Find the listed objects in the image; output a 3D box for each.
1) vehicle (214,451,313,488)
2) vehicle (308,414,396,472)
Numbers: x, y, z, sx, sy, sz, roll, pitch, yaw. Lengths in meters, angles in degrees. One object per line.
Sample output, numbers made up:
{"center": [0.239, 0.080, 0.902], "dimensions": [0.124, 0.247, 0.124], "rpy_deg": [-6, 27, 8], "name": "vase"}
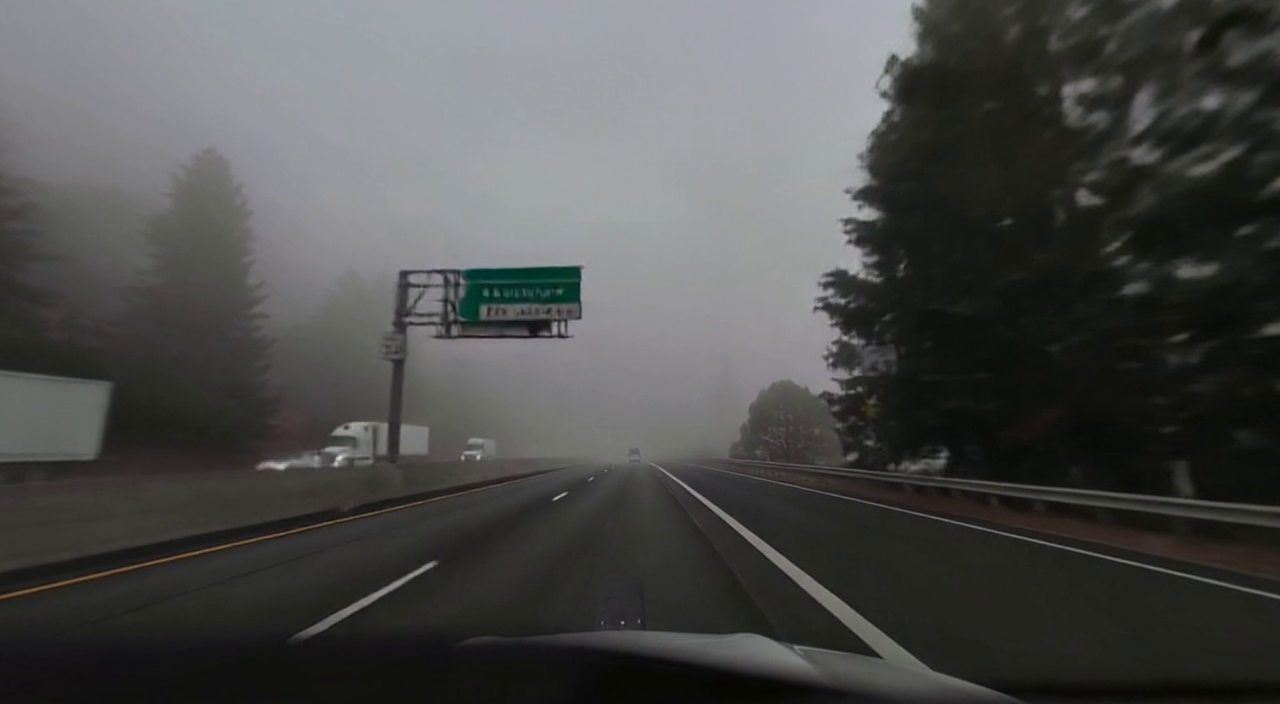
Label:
{"center": [-16.145, 5.035, 27.289], "dimensions": [1.763, 1.426, 4.199], "rpy_deg": [0, -9, -2], "name": "vehicle"}
{"center": [-21.084, 6.772, 46.809], "dimensions": [2.969, 3.921, 7.766], "rpy_deg": [0, -9, -2], "name": "vehicle"}
